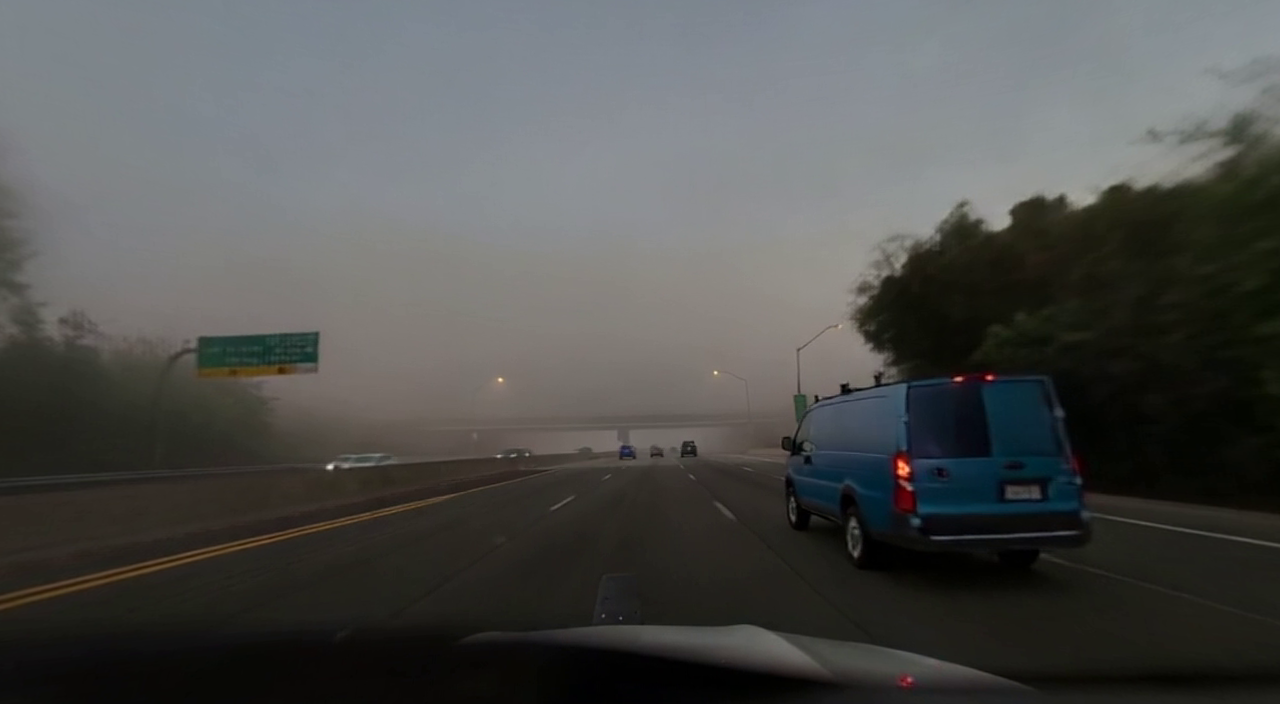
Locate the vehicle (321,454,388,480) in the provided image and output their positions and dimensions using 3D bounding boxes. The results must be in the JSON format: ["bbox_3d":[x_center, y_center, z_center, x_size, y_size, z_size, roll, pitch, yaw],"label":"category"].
[{"bbox_3d":[-18.978,7.644,42.299,1.861,1.592,5.157,-1,-8,3],"label":"vehicle"}]
